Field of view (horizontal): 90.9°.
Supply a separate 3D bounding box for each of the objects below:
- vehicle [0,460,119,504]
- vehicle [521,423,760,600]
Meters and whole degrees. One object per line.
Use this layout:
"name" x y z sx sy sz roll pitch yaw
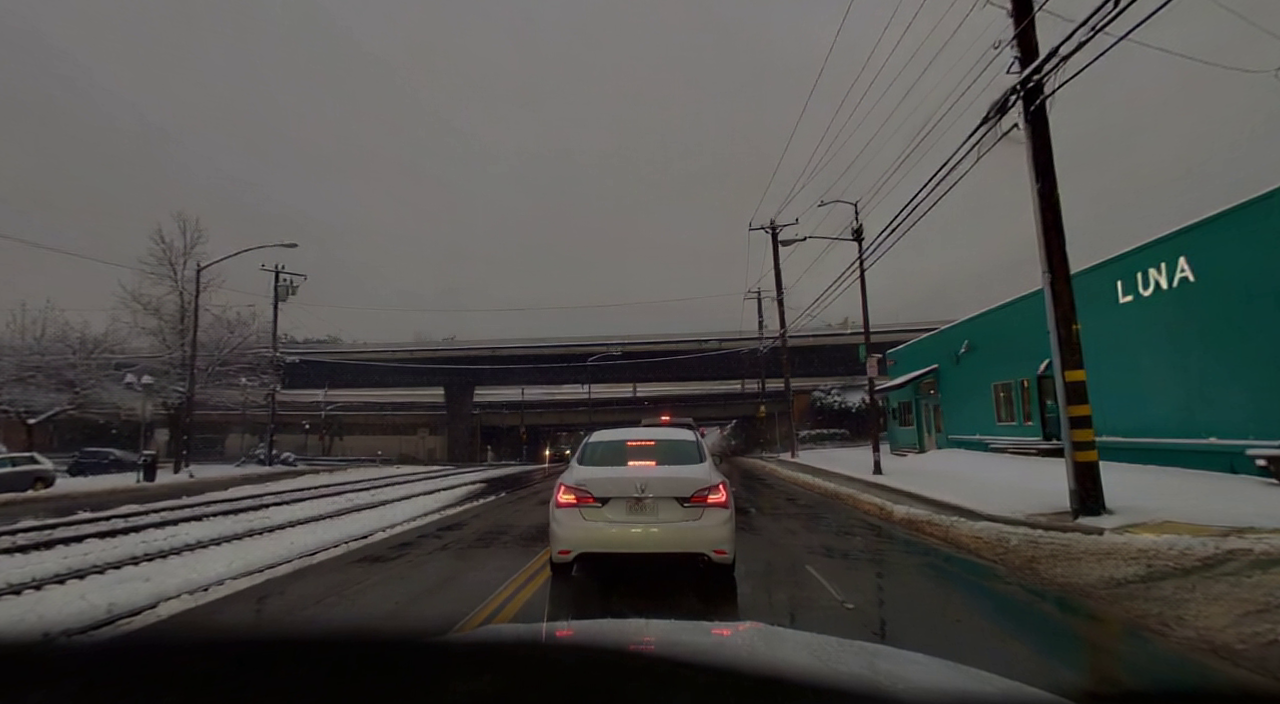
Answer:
"vehicle" -21.947 4.678 22.818 4.566 1.453 1.935 -1 -9 5
"vehicle" 0.091 1.706 7.608 2.090 1.518 4.033 -1 -9 3
